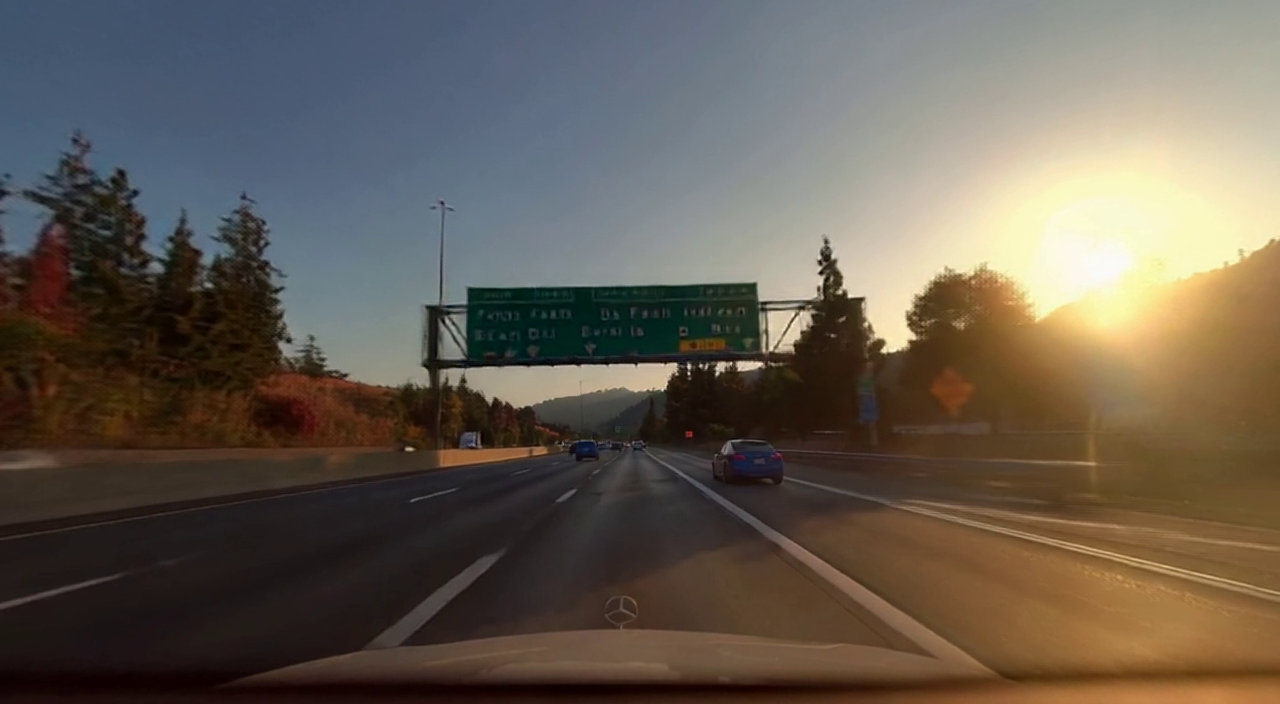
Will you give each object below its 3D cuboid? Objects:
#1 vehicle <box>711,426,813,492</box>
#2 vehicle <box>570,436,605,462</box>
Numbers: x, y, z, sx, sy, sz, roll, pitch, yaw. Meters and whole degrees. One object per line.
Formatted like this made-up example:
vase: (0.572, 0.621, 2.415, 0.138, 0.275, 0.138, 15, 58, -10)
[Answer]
vehicle: (3.397, 3.099, 18.515, 2.053, 1.714, 4.097, 0, -9, -2)
vehicle: (-3.818, 7.090, 46.320, 2.173, 1.793, 4.564, 0, -9, 0)
